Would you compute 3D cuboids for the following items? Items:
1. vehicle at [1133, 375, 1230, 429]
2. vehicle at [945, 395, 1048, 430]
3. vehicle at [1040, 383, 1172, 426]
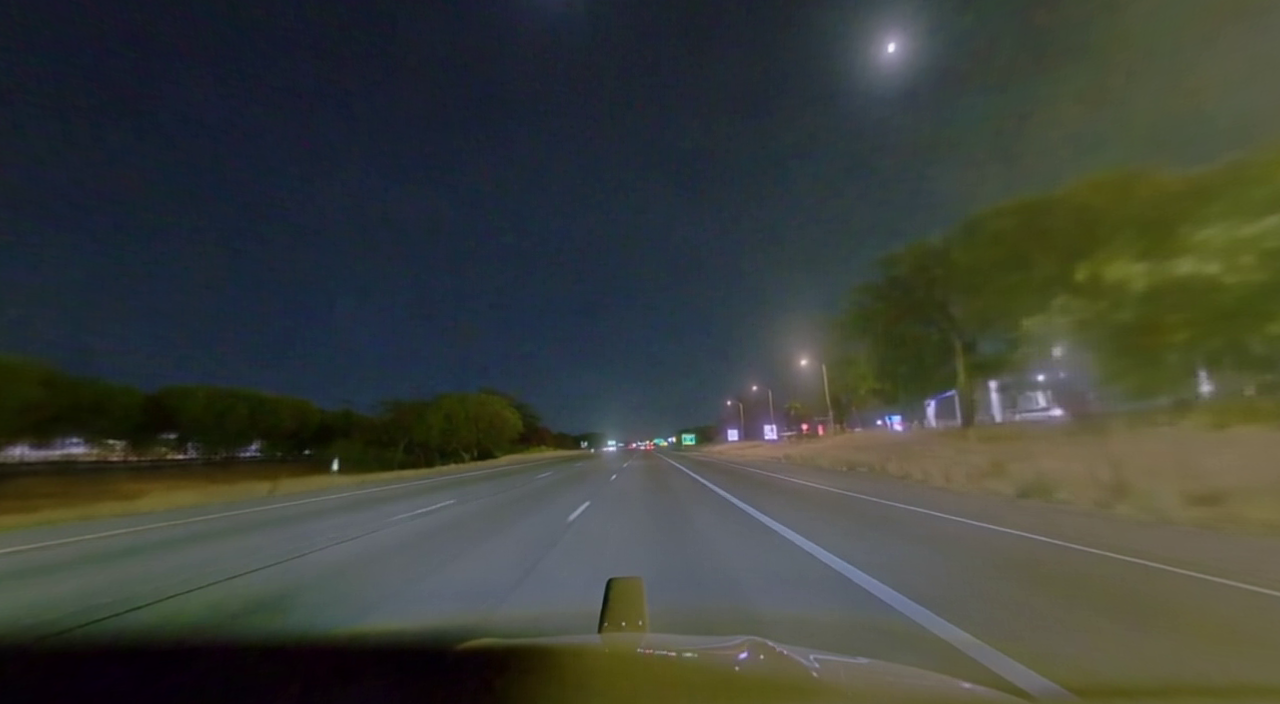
[{"bbox_3d":[36.988,3.559,42.949,8.349,3.334,2.693,5,-10,-35],"label":"vehicle"},{"bbox_3d":[18.177,3.162,32.324,4.366,1.571,1.844,-5,-9,28],"label":"vehicle"},{"bbox_3d":[18.217,2.130,24.921,3.884,1.482,1.843,-5,-10,28],"label":"vehicle"}]
